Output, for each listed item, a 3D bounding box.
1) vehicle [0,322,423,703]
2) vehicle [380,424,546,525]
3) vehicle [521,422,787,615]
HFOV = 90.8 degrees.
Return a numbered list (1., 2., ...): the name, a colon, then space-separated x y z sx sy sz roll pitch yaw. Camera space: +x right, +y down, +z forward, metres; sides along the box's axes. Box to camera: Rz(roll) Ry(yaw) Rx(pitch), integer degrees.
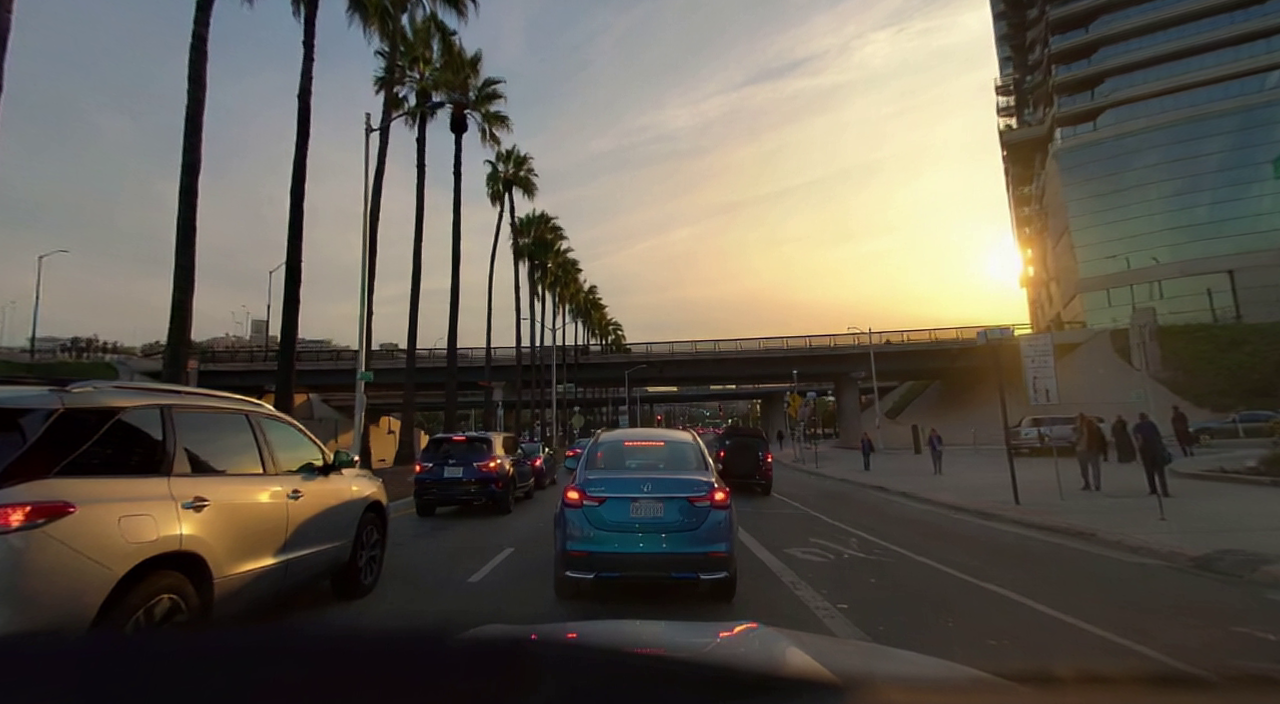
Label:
1. vehicle: -3.261 1.063 4.187 2.014 1.740 4.359 0 -8 1
2. vehicle: -3.198 2.300 12.385 1.955 1.637 4.032 0 -8 2
3. vehicle: 0.090 1.591 6.989 2.036 1.461 4.129 0 -8 0
